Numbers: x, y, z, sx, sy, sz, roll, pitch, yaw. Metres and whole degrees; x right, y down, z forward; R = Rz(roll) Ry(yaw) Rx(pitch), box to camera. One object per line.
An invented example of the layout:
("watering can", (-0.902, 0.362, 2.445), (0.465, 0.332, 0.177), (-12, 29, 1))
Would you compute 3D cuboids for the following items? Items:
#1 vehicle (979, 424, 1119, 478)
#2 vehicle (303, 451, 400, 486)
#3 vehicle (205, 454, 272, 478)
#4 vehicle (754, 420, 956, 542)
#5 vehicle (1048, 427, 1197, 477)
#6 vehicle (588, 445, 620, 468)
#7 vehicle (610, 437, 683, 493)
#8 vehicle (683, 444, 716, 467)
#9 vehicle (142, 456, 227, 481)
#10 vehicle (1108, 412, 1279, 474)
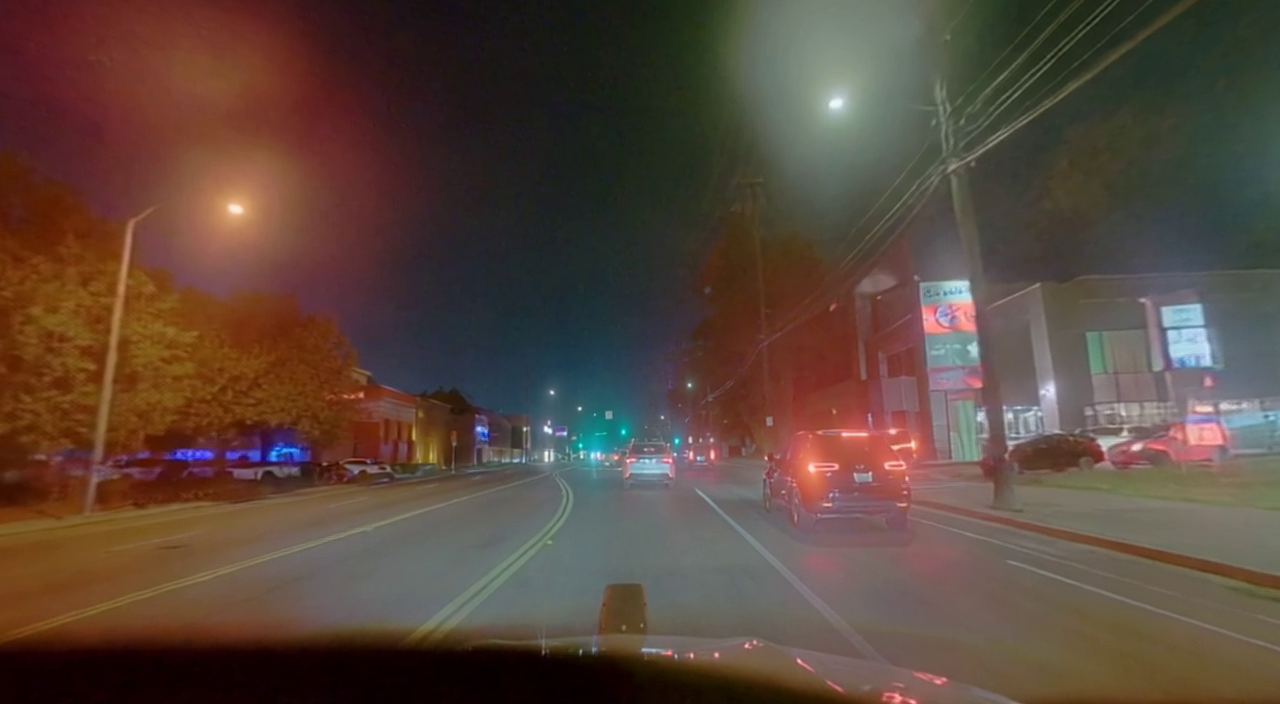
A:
("vehicle", (13.479, 3.310, 21.155), (1.899, 1.602, 4.297), (-1, -8, 2))
("vehicle", (-14.727, 5.947, 32.223), (4.290, 1.510, 2.006), (-6, -10, 18))
("vehicle", (-30.358, 8.585, 47.832), (1.903, 1.649, 4.654), (0, -8, 1))
("vehicle", (3.473, 2.174, 11.305), (2.024, 1.711, 4.512), (0, -8, 0))
("vehicle", (16.129, 3.370, 21.386), (2.018, 1.488, 4.059), (-1, -8, 4))
("vehicle", (-2.567, 7.262, 44.035), (2.104, 1.488, 4.546), (0, -8, -5))
("vehicle", (0.213, 3.704, 21.066), (2.200, 1.653, 4.127), (0, -8, 1))
("vehicle", (4.117, 7.185, 43.935), (1.880, 1.503, 4.130), (0, -8, 0))
("vehicle", (-30.382, 7.771, 42.266), (1.951, 1.459, 4.803), (-1, -8, 2))
("vehicle", (18.703, 3.122, 21.347), (1.950, 1.797, 4.967), (-3, -10, 3))
